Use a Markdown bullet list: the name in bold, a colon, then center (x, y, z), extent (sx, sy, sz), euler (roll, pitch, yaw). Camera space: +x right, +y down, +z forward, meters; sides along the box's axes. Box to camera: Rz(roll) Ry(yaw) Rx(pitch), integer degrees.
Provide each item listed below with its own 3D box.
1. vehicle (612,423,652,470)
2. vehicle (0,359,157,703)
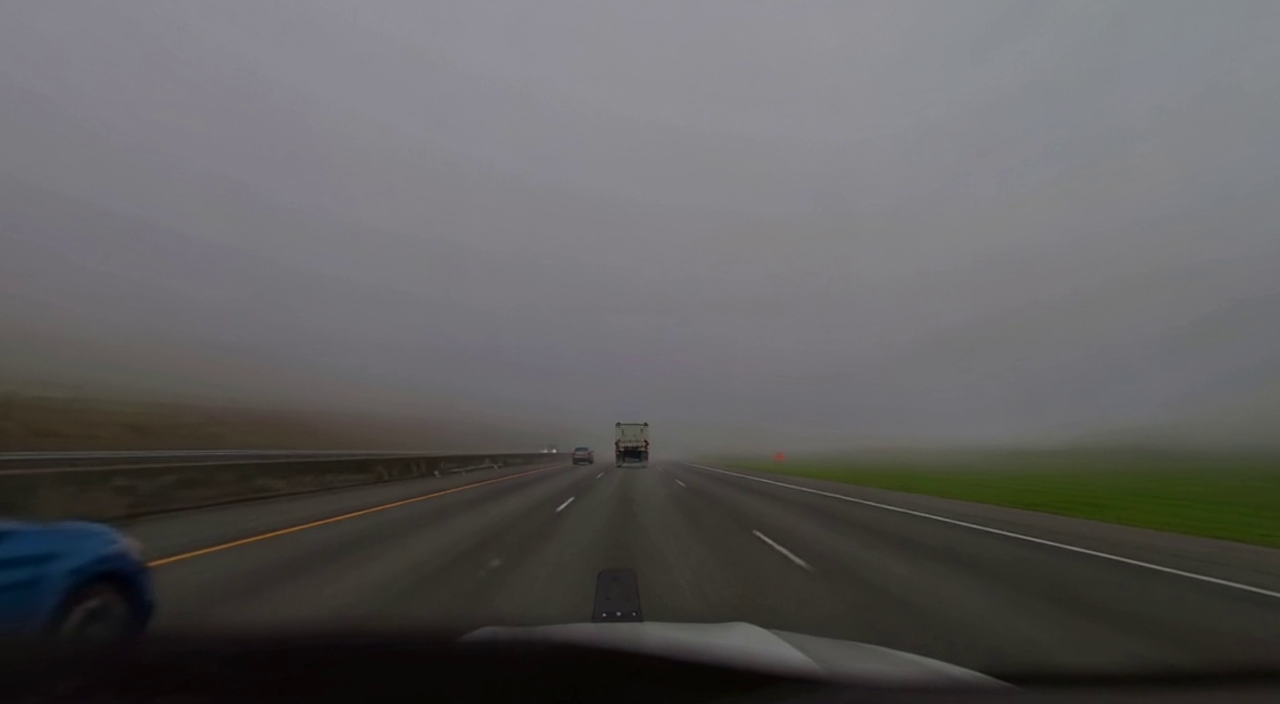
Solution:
- **vehicle**: center (-0.577, 6.740, 44.890), extent (2.672, 3.056, 6.900), euler (0, -9, -1)
- **vehicle**: center (-3.435, 0.639, 0.906), extent (2.088, 1.643, 4.215), euler (0, -9, 0)
